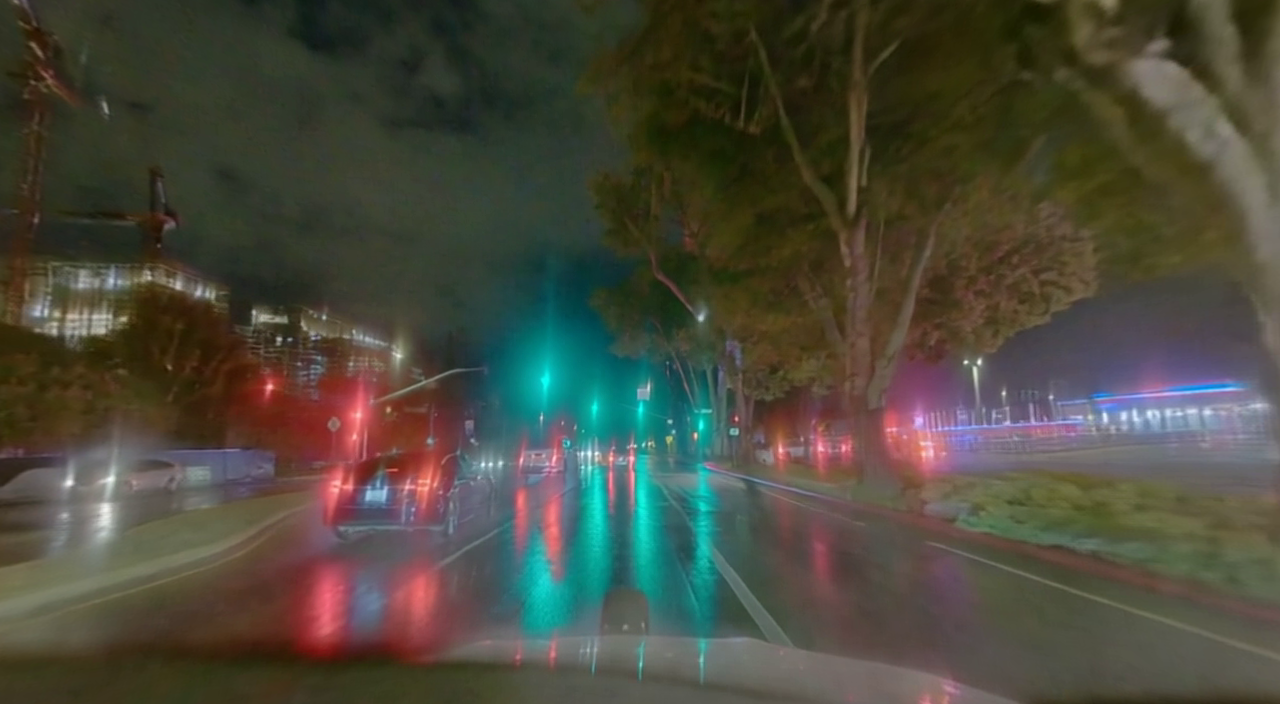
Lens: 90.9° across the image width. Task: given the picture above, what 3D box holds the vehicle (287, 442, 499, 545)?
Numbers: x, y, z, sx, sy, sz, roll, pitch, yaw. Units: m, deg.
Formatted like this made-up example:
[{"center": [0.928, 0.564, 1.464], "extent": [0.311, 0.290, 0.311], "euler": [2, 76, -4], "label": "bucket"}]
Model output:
[{"center": [-3.954, 2.324, 11.102], "extent": [1.959, 1.406, 4.527], "euler": [0, -9, -1], "label": "vehicle"}]

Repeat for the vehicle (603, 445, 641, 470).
[{"center": [-1.073, 6.472, 38.939], "extent": [2.171, 1.422, 4.146], "euler": [0, -9, -1], "label": "vehicle"}]

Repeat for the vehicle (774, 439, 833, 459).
[{"center": [12.730, 7.580, 49.175], "extent": [4.061, 1.465, 1.803], "euler": [2, -9, -19], "label": "vehicle"}]

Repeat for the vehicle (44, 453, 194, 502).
[{"center": [-19.870, 4.750, 24.352], "extent": [2.029, 1.637, 4.338], "euler": [0, -9, 0], "label": "vehicle"}]

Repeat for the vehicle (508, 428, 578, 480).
[{"center": [-4.071, 4.401, 27.369], "extent": [2.240, 2.054, 4.662], "euler": [0, -9, 1], "label": "vehicle"}]

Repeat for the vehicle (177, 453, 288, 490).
[{"center": [-19.830, 5.815, 31.030], "extent": [1.993, 1.552, 5.039], "euler": [-1, -9, 2], "label": "vehicle"}]
